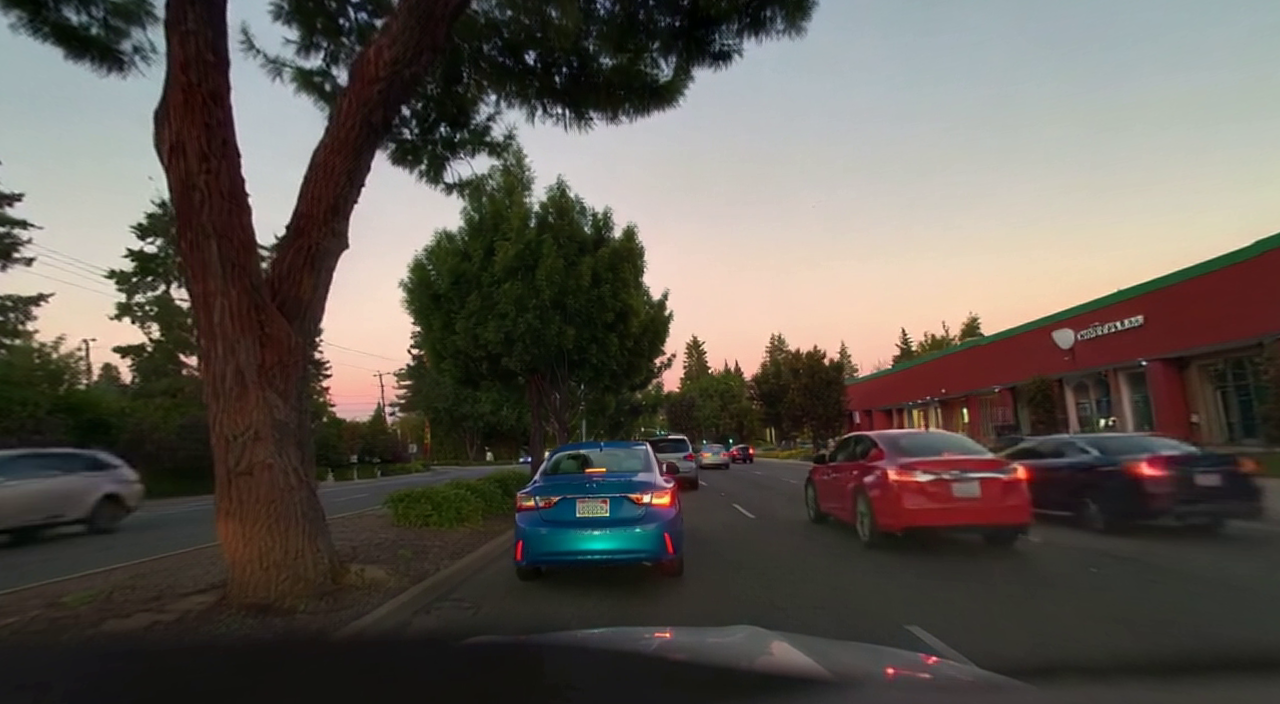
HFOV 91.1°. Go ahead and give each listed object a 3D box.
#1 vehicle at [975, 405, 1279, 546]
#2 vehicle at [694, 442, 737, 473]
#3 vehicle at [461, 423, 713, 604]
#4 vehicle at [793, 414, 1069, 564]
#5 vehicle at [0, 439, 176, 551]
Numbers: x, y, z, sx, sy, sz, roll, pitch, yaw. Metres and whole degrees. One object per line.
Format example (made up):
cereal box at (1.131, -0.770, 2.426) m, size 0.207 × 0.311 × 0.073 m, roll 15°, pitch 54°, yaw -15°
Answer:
vehicle at (7.610, 1.864, 10.051) m, size 2.064 × 1.747 × 4.372 m, roll 0°, pitch -9°, yaw 1°
vehicle at (4.274, 6.034, 36.108) m, size 1.946 × 1.648 × 4.230 m, roll 0°, pitch -9°, yaw 1°
vehicle at (-0.454, 1.668, 7.368) m, size 2.111 × 1.506 × 4.018 m, roll 0°, pitch -8°, yaw 0°
vehicle at (3.730, 1.827, 9.125) m, size 1.971 × 1.637 × 4.317 m, roll 0°, pitch -9°, yaw 1°
vehicle at (-12.083, 2.602, 11.771) m, size 2.257 × 1.904 × 5.751 m, roll 0°, pitch -9°, yaw 1°
